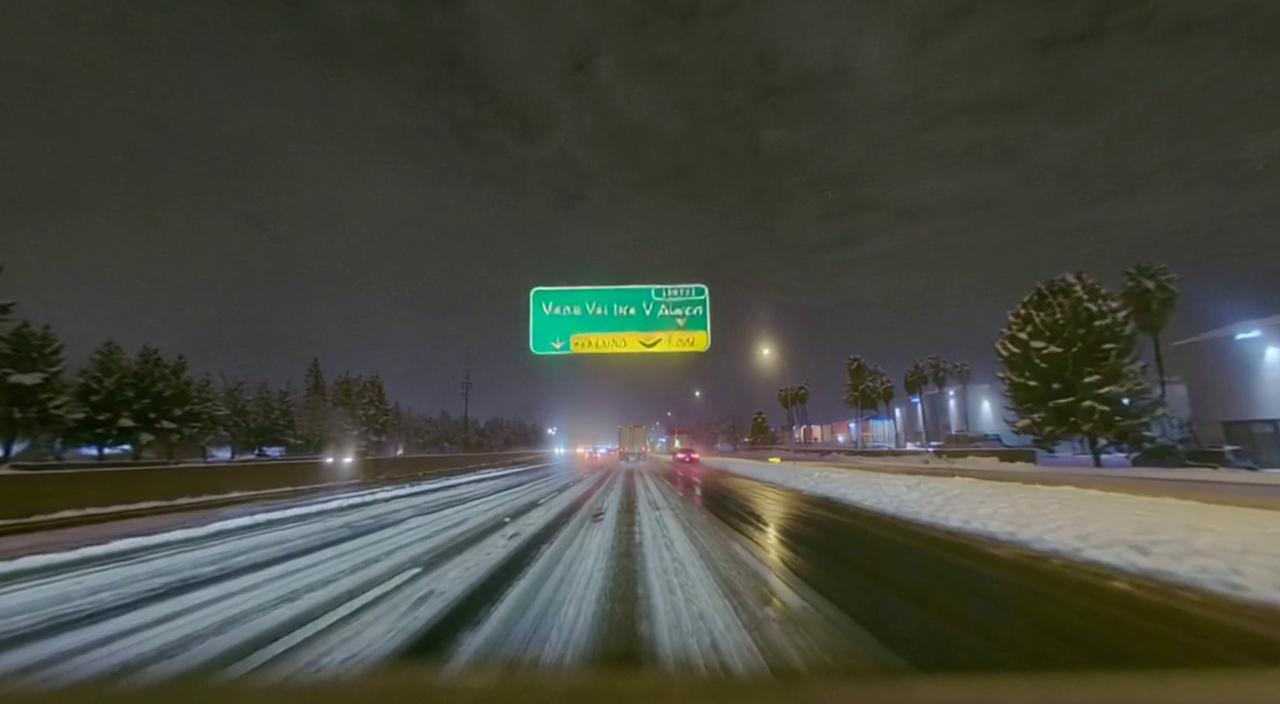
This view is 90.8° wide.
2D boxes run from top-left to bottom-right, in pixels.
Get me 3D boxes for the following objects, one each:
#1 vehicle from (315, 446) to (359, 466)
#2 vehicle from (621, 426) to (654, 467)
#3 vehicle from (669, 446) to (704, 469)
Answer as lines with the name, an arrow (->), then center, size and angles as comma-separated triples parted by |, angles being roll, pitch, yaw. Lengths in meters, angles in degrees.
vehicle -> -23.812, 8.172, 49.762 | 1.677, 1.457, 3.656 | 0, -9, -1
vehicle -> -0.252, 7.335, 49.053 | 2.364, 2.953, 6.495 | 0, -9, -1
vehicle -> 3.116, 7.183, 43.274 | 2.049, 1.485, 4.106 | 0, -9, -1
